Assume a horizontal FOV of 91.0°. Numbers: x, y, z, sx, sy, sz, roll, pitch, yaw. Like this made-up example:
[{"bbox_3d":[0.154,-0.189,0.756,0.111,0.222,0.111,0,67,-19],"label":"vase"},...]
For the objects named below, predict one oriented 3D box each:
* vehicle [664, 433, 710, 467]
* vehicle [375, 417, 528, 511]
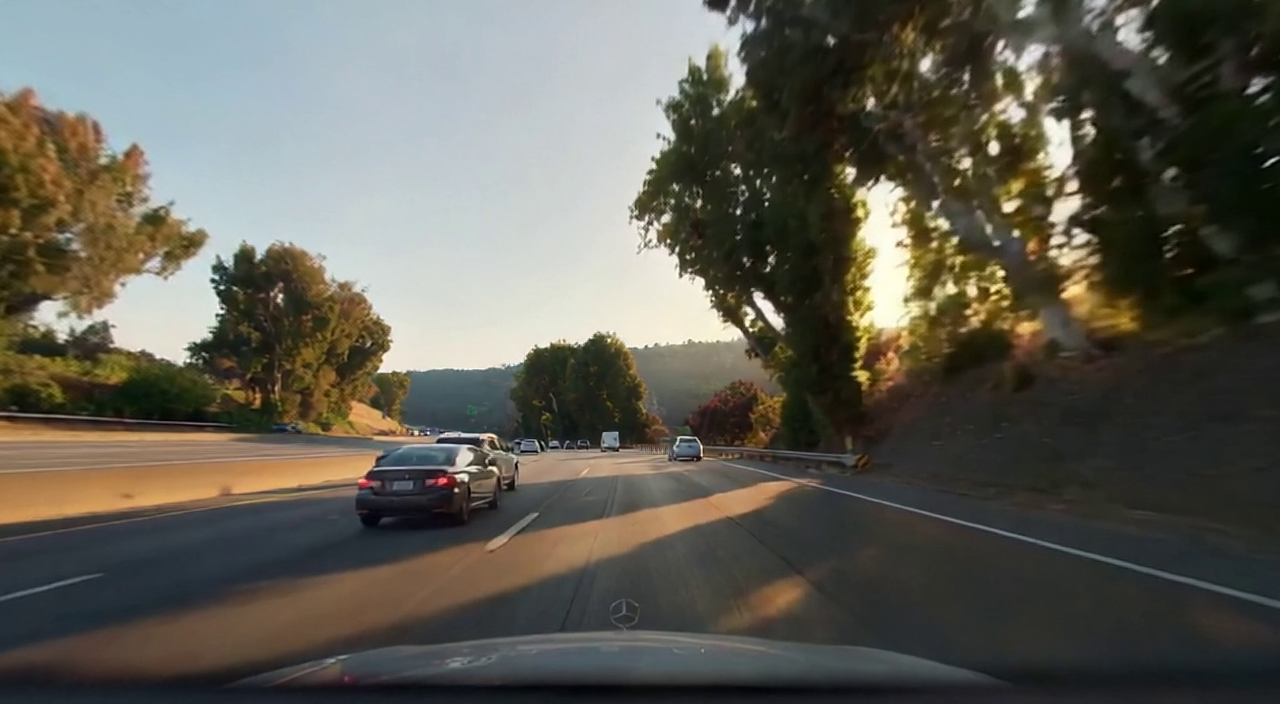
[{"bbox_3d":[2.516,5.385,34.639,2.053,1.698,4.097,1,-9,-3],"label":"vehicle"},{"bbox_3d":[-3.820,2.370,13.649,2.002,1.680,4.301,0,-9,0],"label":"vehicle"}]
